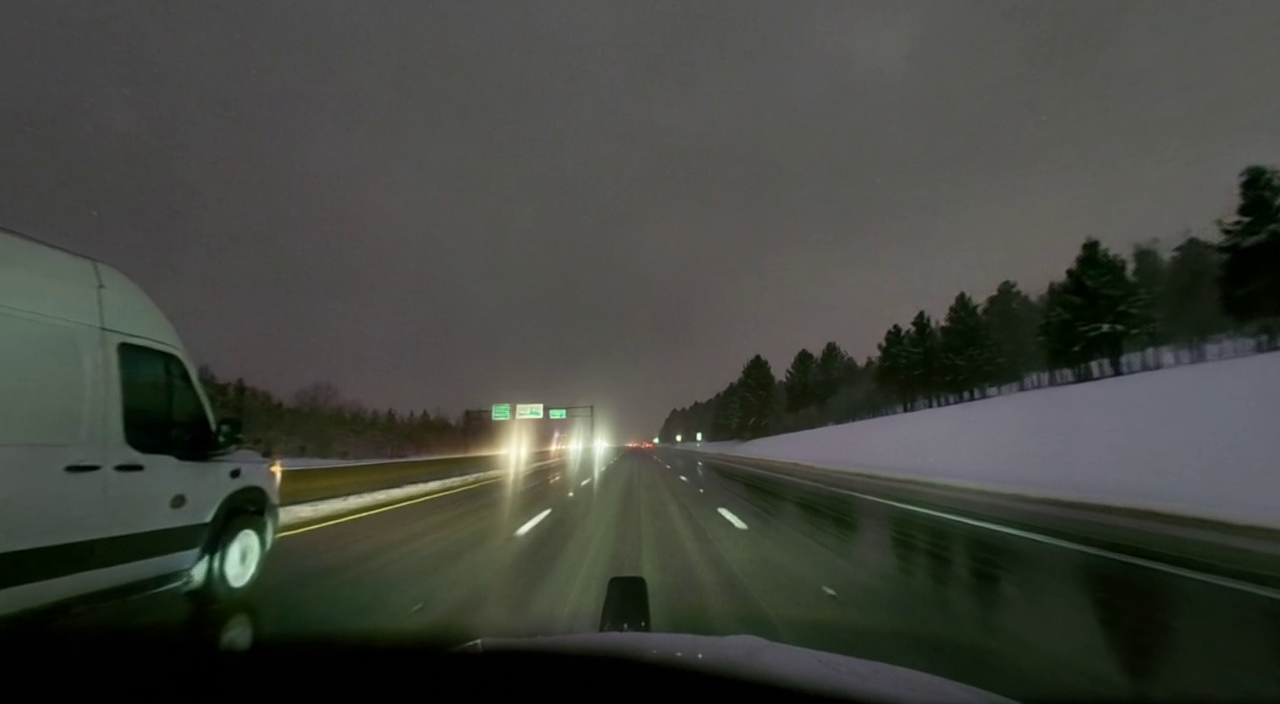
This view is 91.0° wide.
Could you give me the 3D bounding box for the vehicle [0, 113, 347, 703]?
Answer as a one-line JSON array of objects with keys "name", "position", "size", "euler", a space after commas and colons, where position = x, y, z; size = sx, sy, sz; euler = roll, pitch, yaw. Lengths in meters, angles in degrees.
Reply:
[{"name": "vehicle", "position": [-3.893, 0.252, 2.258], "size": [2.443, 2.586, 6.701], "euler": [0, -8, 0]}]
